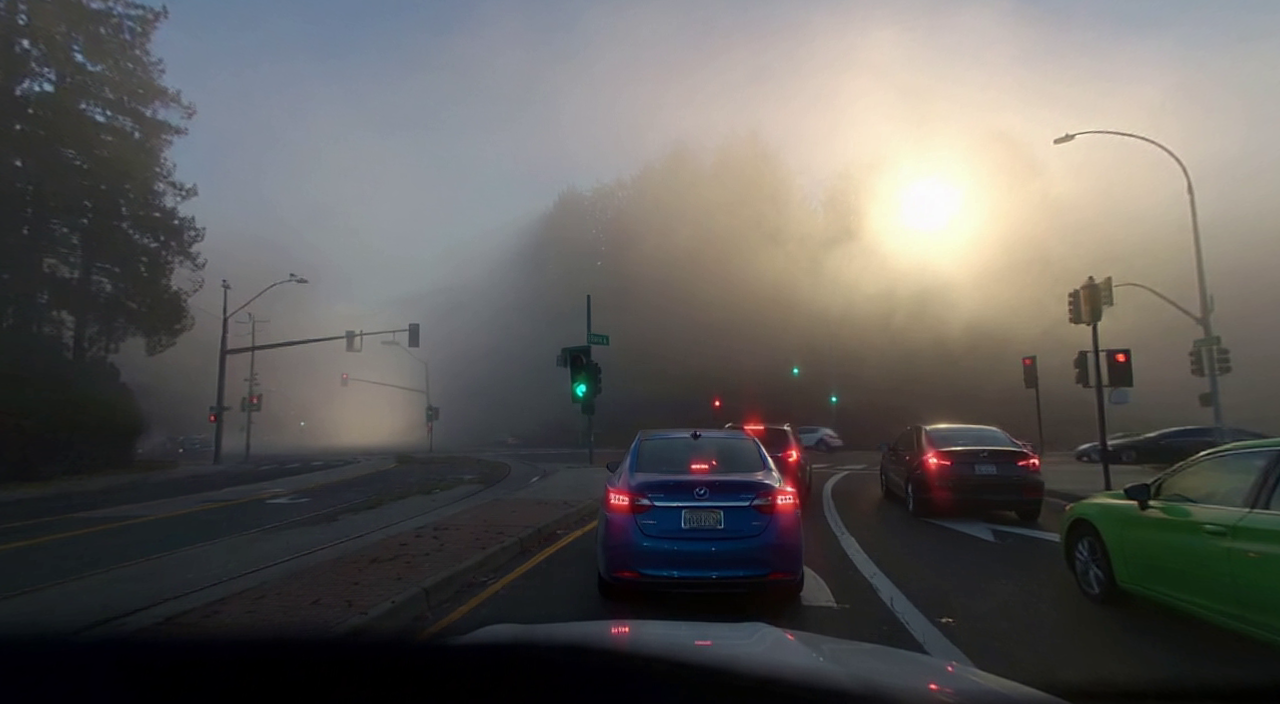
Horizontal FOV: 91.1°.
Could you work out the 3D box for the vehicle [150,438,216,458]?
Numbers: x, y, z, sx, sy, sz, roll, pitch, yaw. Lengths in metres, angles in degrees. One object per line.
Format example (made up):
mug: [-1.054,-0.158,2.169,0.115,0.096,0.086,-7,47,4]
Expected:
vehicle: [-35.370,7.439,48.647,1.652,1.433,3.733,-7,-11,40]

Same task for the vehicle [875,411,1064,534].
vehicle: [5.545,2.043,11.287,2.102,1.717,4.373,-2,-9,16]

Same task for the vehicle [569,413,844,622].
vehicle: [0.858,1.497,6.688,2.052,1.483,3.928,-2,-8,12]

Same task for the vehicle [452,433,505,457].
vehicle: [-12.452,7.123,48.200,1.972,1.705,4.457,8,-11,-44]

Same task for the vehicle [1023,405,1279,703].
vehicle: [4.245,1.063,3.365,1.954,1.508,4.441,-1,-8,6]

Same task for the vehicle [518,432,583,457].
vehicle: [-5.948,6.103,41.549,1.932,1.573,4.509,8,-12,-44]
